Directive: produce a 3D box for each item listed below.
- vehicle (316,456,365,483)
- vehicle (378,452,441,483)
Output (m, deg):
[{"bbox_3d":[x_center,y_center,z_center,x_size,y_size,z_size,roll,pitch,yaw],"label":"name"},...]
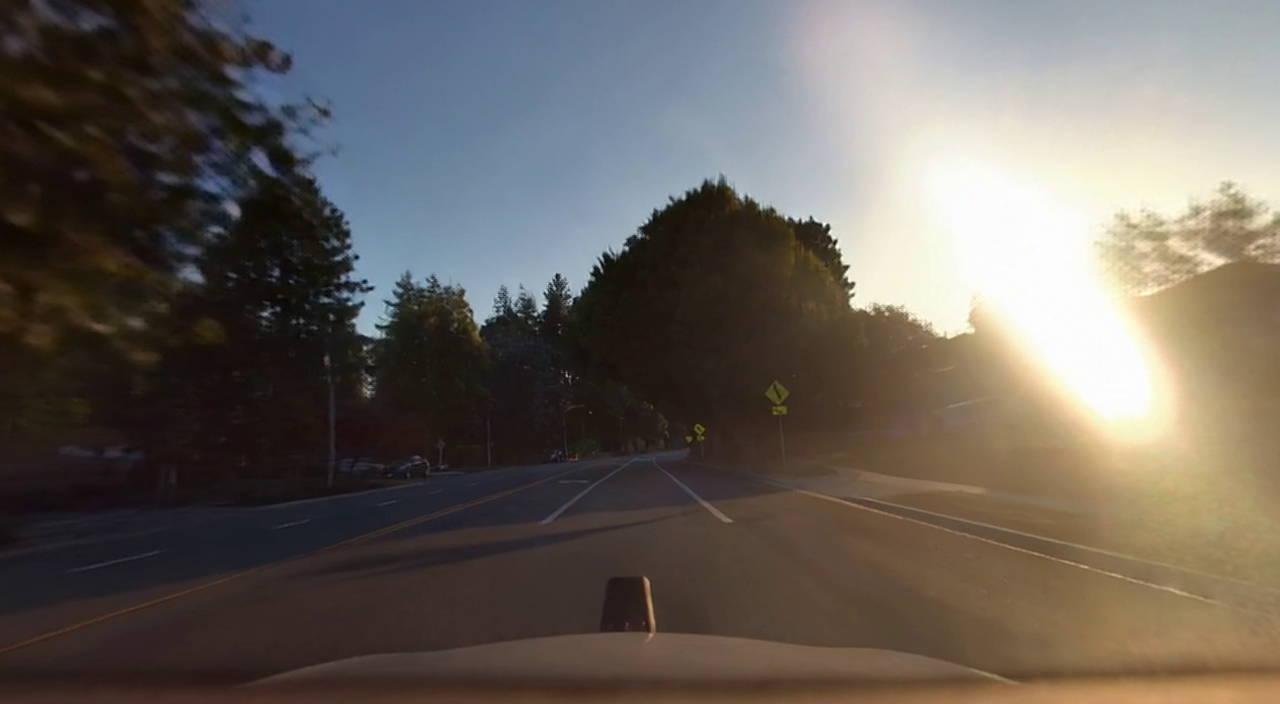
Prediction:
[{"bbox_3d":[-19.205,7.512,40.534,2.012,1.572,3.830,1,-9,-13],"label":"vehicle"},{"bbox_3d":[-14.180,7.102,39.035,2.199,1.592,4.492,-4,-8,1],"label":"vehicle"}]
